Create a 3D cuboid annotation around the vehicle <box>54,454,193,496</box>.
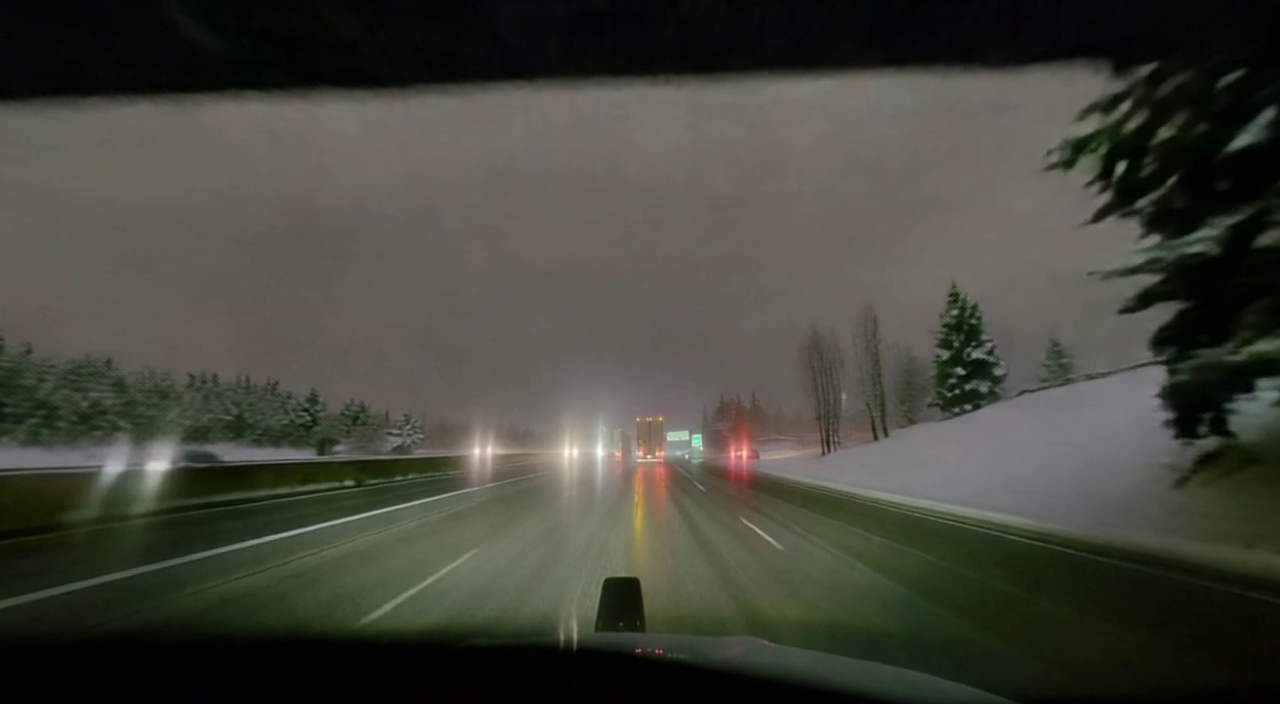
[{"bbox_3d":[-20.119,4.778,24.865,1.827,1.461,4.227,0,-9,1],"label":"vehicle"}]
